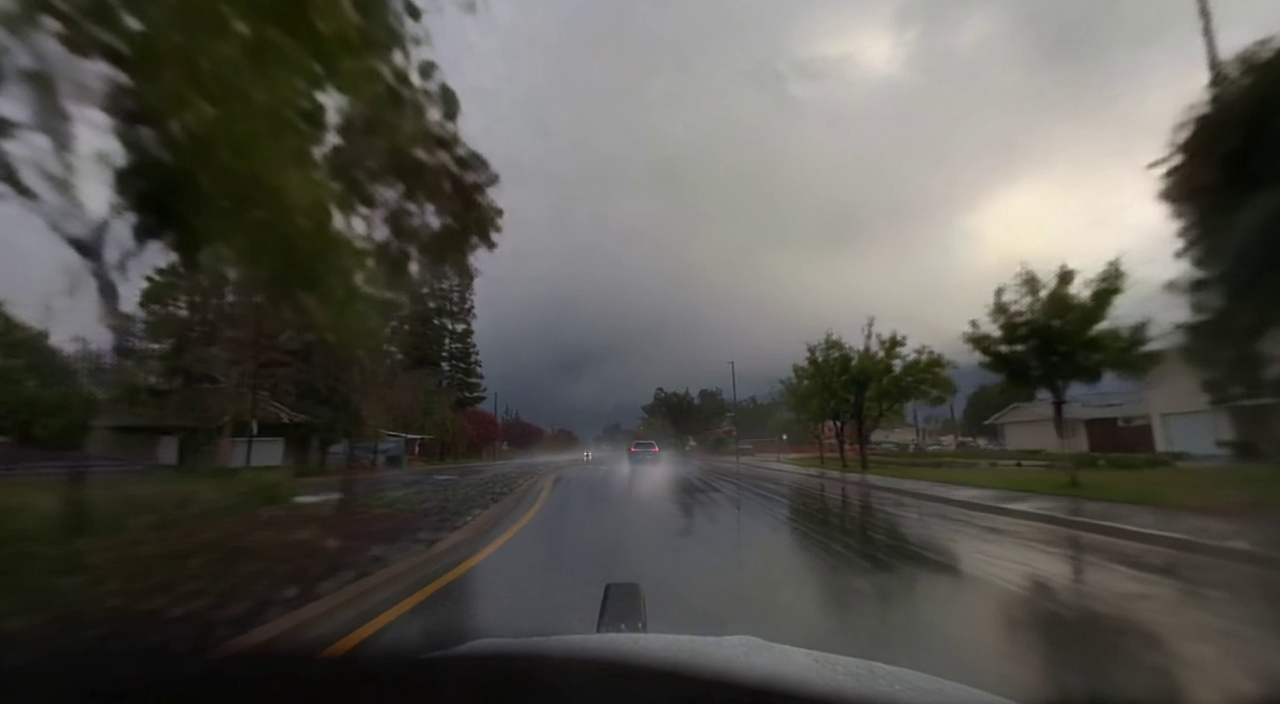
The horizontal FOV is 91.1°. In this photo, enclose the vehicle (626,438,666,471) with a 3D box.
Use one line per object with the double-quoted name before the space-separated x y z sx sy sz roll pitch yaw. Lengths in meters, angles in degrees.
"vehicle" 0.285 6.005 36.952 2.165 1.783 4.391 0 -9 -2
